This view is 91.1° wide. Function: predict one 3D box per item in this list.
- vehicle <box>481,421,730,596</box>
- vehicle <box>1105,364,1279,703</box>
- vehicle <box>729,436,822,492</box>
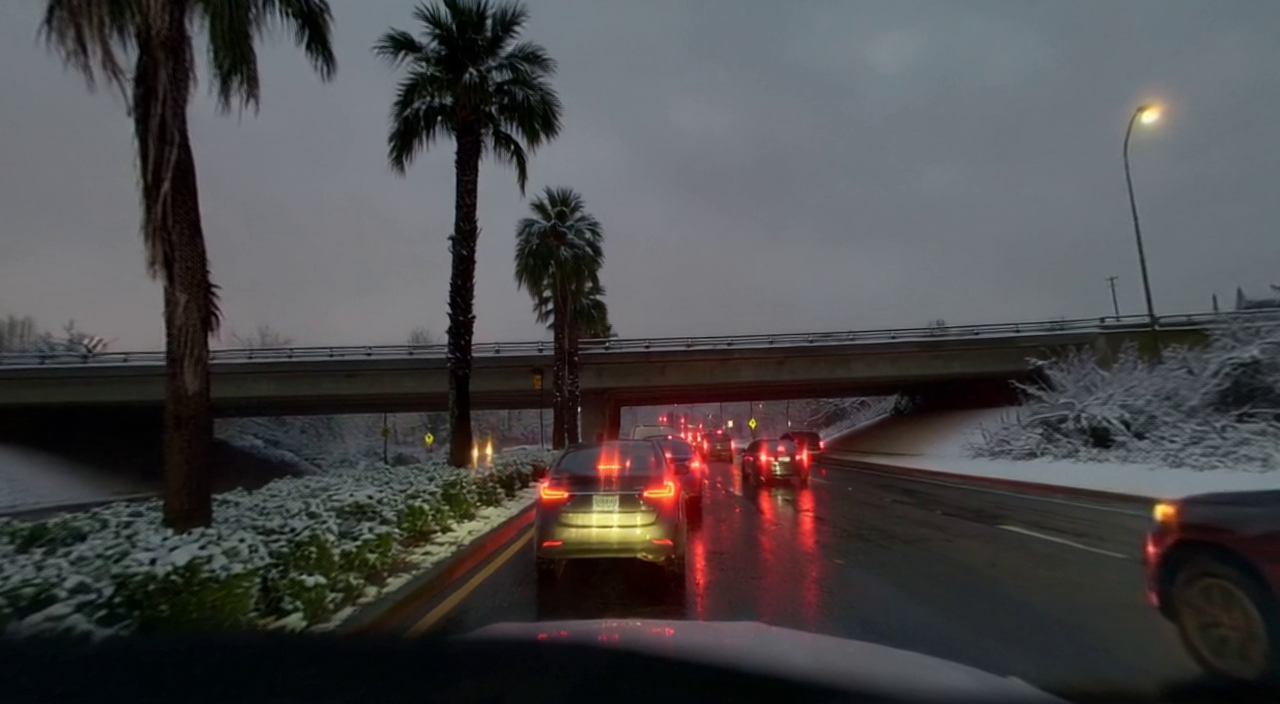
[{"bbox_3d":[-0.239,1.668,7.561,2.172,1.506,4.018,0,-9,2],"label":"vehicle"},{"bbox_3d":[3.956,0.660,1.463,2.149,1.609,4.807,0,-9,2],"label":"vehicle"},{"bbox_3d":[4.069,3.430,19.703,2.034,1.517,4.840,0,-8,2],"label":"vehicle"}]
